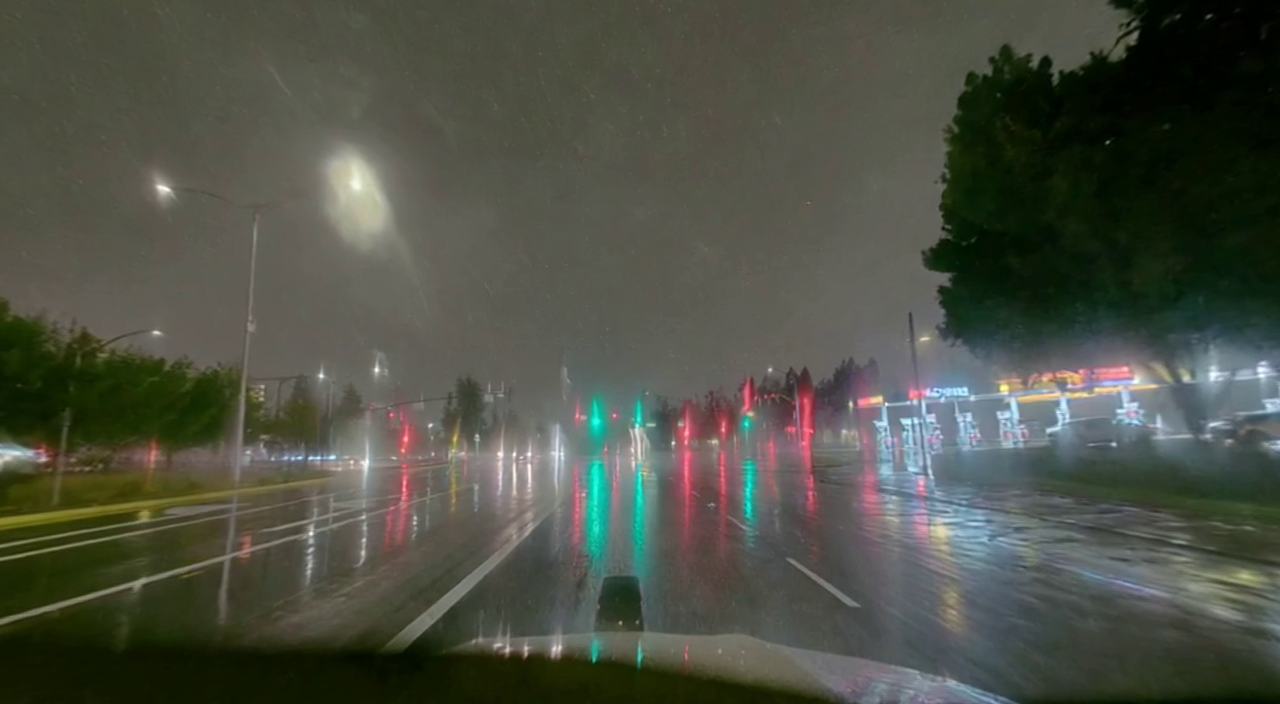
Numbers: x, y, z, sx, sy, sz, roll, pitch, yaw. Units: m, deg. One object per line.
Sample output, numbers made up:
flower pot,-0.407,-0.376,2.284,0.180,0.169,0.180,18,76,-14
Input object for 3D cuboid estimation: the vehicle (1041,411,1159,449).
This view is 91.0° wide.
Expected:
vehicle,22.539,3.865,30.945,4.230,1.590,1.877,-3,-8,-1
